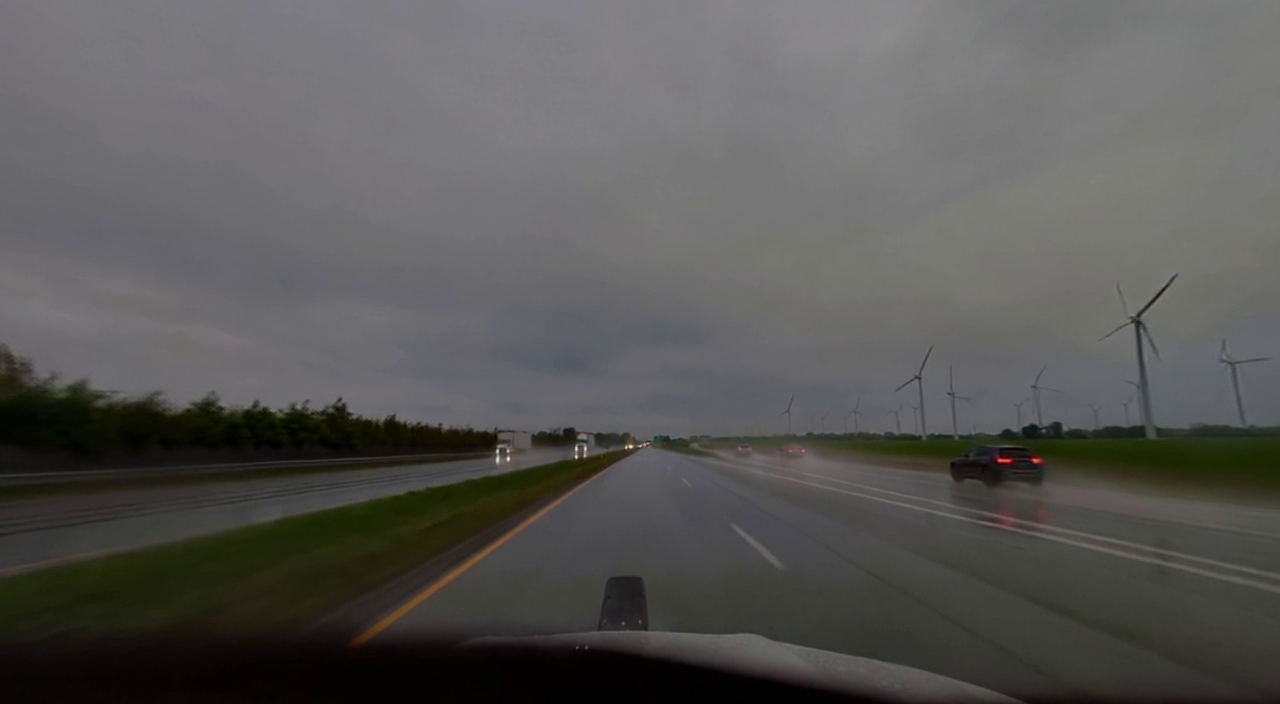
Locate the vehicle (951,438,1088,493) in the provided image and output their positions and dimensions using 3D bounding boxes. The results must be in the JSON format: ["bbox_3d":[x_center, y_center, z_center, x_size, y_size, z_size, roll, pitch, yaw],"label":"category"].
[{"bbox_3d":[12.953,3.896,21.946,1.897,1.669,4.825,0,-9,2],"label":"vehicle"}]
